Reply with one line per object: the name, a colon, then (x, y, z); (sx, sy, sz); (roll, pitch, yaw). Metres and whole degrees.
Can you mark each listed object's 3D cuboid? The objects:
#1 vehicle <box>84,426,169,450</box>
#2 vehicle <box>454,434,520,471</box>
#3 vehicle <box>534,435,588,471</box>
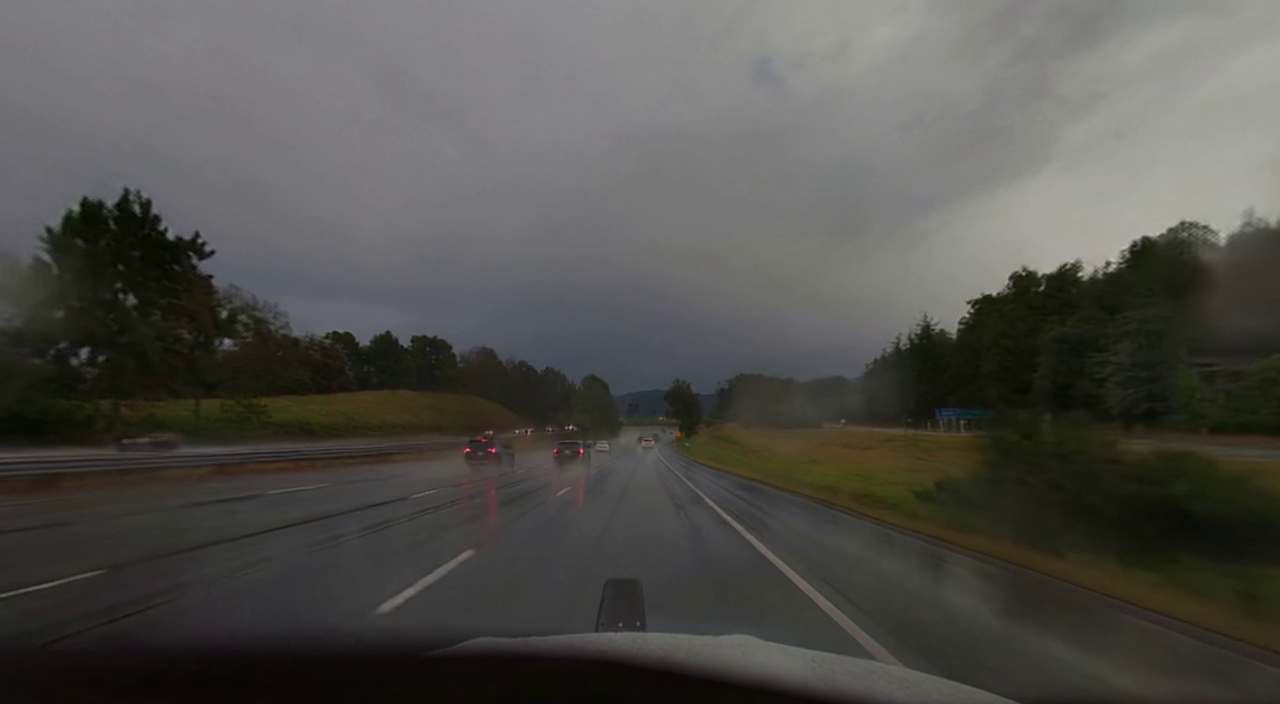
vehicle: (-33.558, 5.694, 41.313); (1.827, 1.487, 4.306); (0, -9, 1)
vehicle: (-7.604, 5.062, 31.828); (2.108, 1.686, 4.556); (0, -9, 1)
vehicle: (-3.932, 5.116, 31.936); (2.035, 1.673, 4.469); (0, -9, 2)
